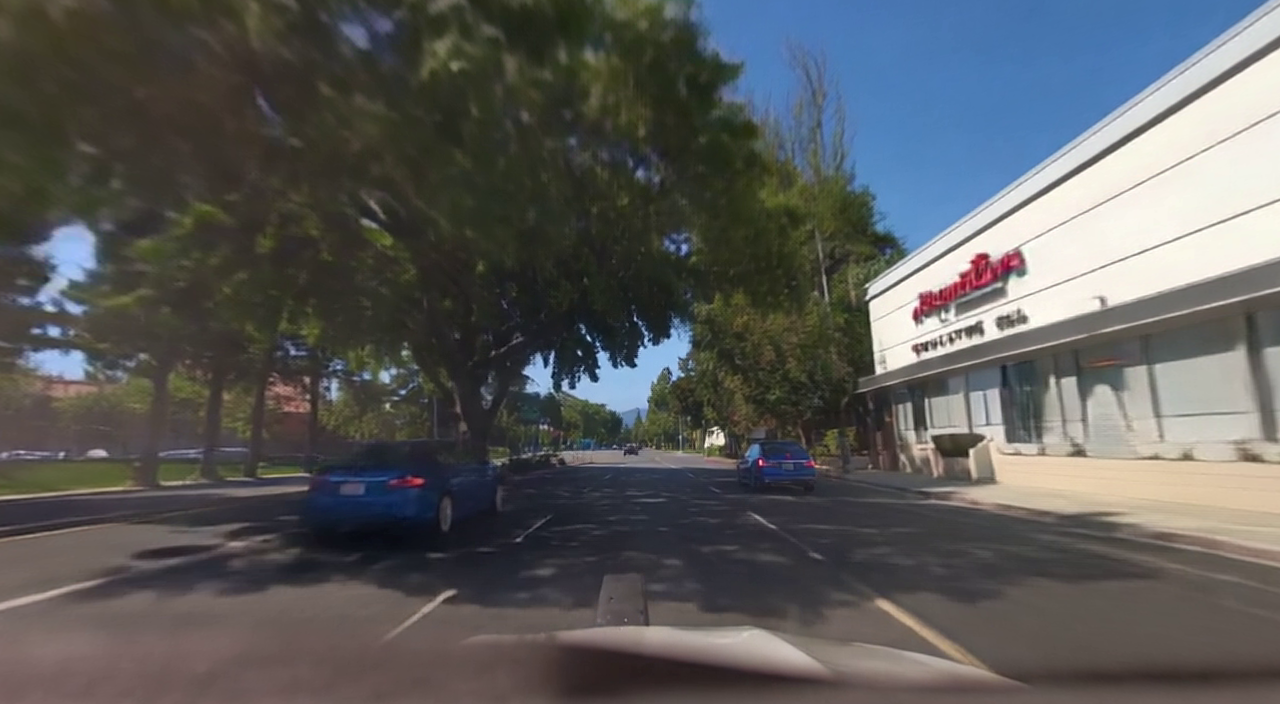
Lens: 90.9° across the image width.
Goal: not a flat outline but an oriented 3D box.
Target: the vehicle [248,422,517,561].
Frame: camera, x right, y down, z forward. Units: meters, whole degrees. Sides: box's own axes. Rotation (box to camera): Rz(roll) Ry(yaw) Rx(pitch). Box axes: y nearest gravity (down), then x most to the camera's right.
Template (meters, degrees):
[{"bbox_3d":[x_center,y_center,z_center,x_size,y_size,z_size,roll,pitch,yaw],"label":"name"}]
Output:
[{"bbox_3d":[-3.256,1.852,9.099,2.001,1.504,4.212,0,-8,2],"label":"vehicle"}]

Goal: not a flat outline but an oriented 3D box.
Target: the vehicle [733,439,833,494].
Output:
[{"bbox_3d":[4.215,3.433,19.323,1.977,1.474,4.399,0,-8,-1],"label":"vehicle"}]
